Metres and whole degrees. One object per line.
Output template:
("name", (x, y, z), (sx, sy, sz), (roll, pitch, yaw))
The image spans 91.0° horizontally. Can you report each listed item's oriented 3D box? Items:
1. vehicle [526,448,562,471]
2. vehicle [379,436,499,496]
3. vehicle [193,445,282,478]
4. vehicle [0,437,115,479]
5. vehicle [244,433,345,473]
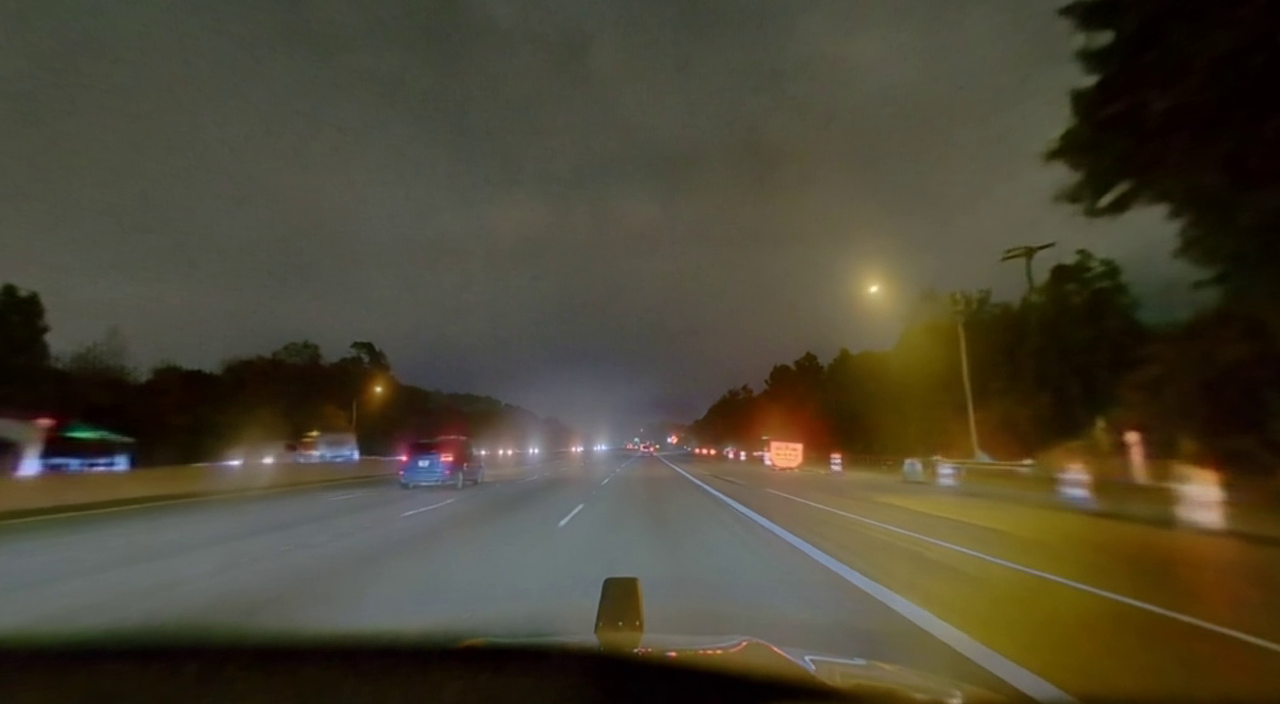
("vehicle", (-6.823, 7.665, 45.065), (1.895, 1.506, 4.245), (0, -9, 0))
("vehicle", (-6.415, 3.698, 20.784), (2.402, 1.733, 4.512), (0, -9, 1))
("vehicle", (-19.152, 5.216, 30.148), (1.680, 1.459, 3.734), (-1, -9, 2))
("vehicle", (-30.027, 5.038, 30.109), (2.748, 1.866, 8.287), (0, -8, 0))
("vehicle", (-22.906, 6.724, 42.203), (2.696, 2.385, 6.852), (-1, -9, 2))
